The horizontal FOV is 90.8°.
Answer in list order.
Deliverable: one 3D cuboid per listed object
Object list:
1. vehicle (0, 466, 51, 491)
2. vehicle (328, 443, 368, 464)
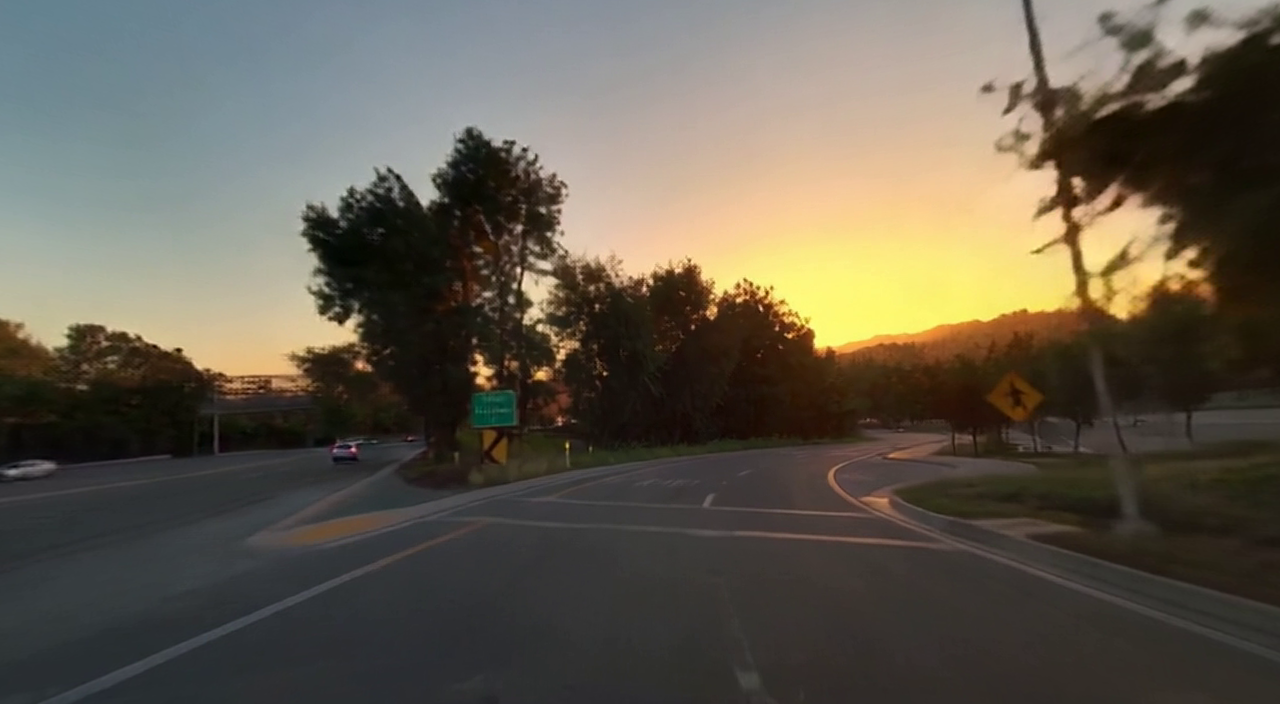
[{"bbox_3d":[-41.209,8.315,41.534,1.869,1.449,4.225,2,-9,-18],"label":"vehicle"},{"bbox_3d":[-21.460,7.466,46.554,2.108,1.472,4.099,2,-9,-18],"label":"vehicle"}]
